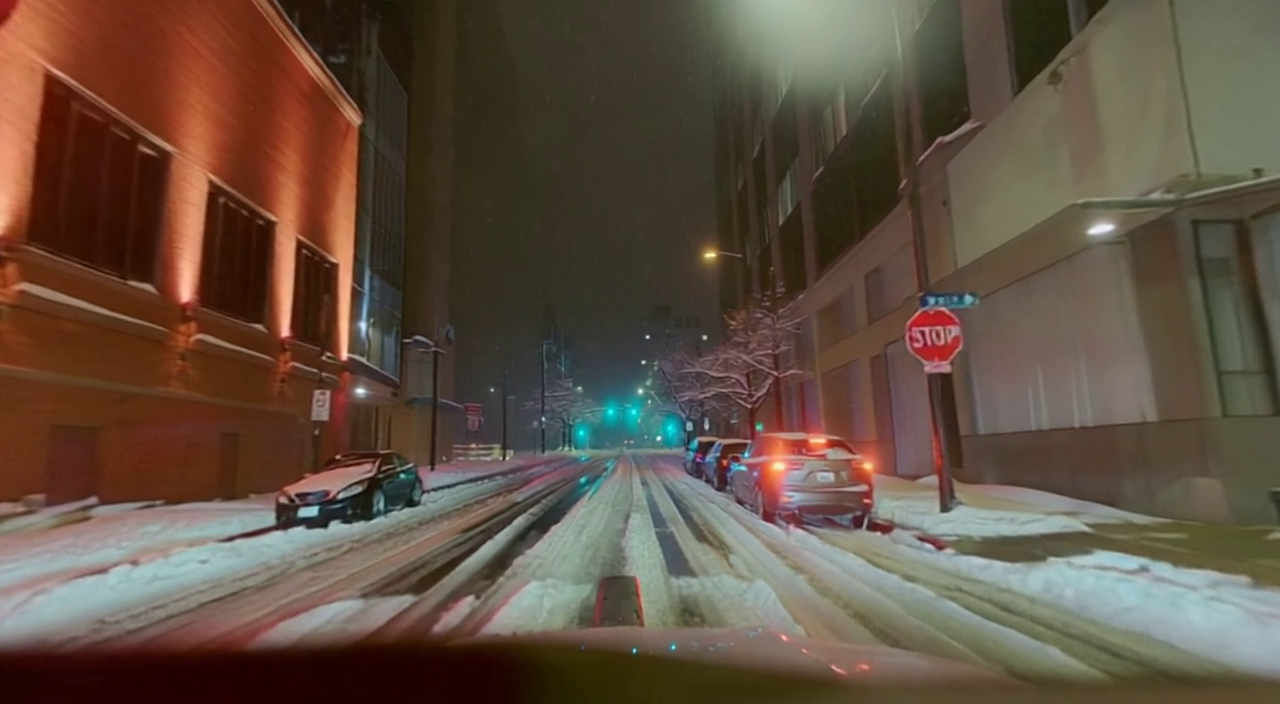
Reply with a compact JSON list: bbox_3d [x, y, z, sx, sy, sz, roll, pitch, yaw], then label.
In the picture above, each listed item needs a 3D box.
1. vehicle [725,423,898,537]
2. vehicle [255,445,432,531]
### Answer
[{"bbox_3d":[2.853,2.232,11.682,1.917,1.680,4.500,0,-8,0],"label":"vehicle"},{"bbox_3d":[-5.765,2.636,12.877,1.864,1.447,3.887,0,-8,-3],"label":"vehicle"}]
